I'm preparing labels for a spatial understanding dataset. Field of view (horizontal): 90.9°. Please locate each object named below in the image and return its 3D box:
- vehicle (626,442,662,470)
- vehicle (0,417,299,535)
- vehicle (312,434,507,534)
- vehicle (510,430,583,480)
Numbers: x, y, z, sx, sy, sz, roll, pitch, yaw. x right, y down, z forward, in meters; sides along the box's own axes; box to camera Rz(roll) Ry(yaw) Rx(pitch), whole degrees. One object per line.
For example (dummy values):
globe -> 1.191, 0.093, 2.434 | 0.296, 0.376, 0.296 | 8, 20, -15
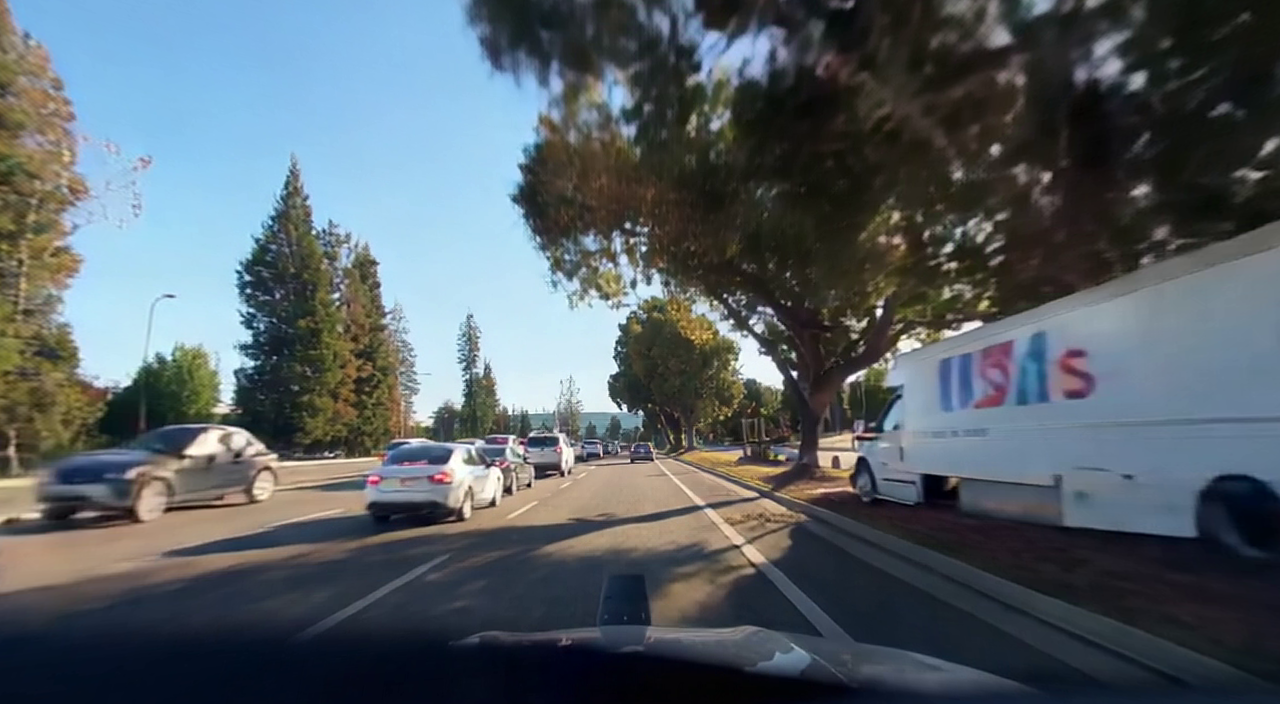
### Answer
vehicle -> 0.223, 5.729, 34.942 | 1.875, 1.453, 3.888 | 0, -8, 0
vehicle -> -8.180, 2.057, 11.065 | 1.921, 1.643, 4.348 | 0, -8, 1
vehicle -> -3.932, 2.308, 11.702 | 1.952, 1.471, 4.334 | 0, -8, 0
vehicle -> -3.760, 4.236, 26.326 | 2.242, 1.852, 5.201 | 0, -8, 0
